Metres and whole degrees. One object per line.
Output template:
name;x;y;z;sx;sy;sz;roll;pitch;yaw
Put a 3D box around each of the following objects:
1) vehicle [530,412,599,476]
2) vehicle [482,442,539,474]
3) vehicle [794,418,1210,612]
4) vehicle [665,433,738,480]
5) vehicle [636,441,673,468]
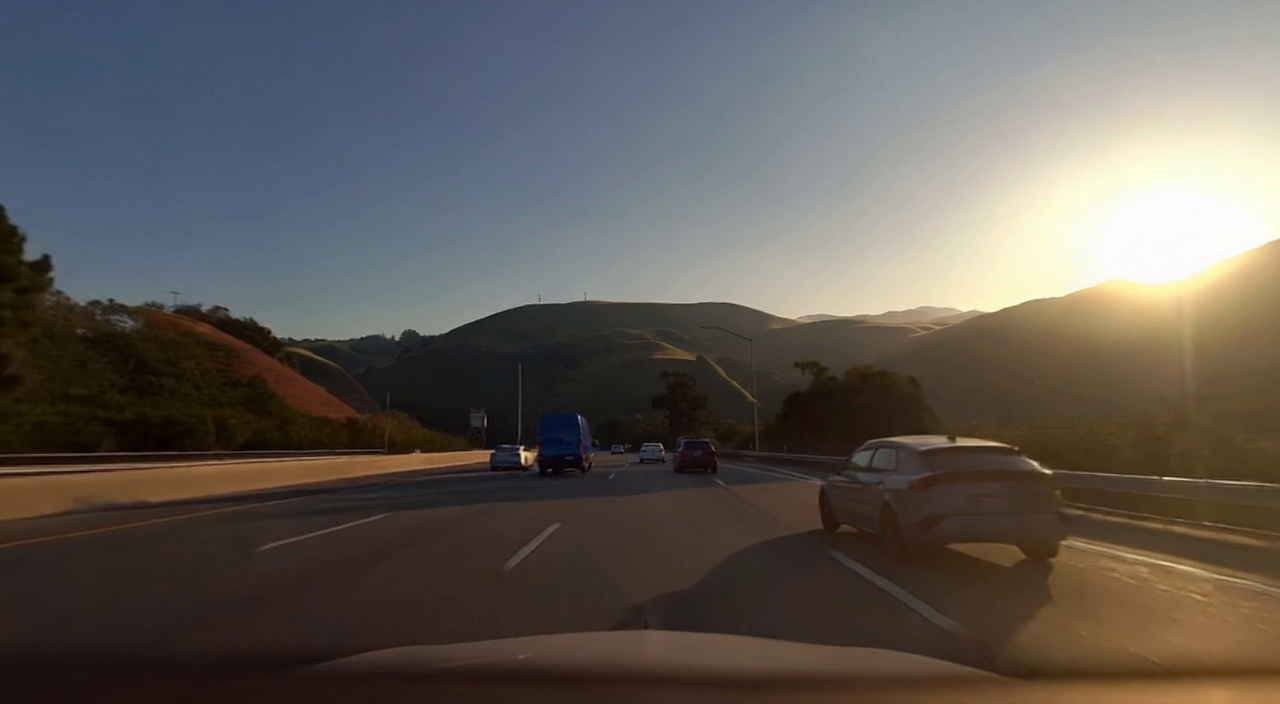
vehicle;-3.342;4.266;29.245;2.396;2.664;5.735;-1;-8;1
vehicle;-6.631;5.451;32.725;1.964;1.487;4.417;0;-8;1
vehicle;3.395;1.606;7.199;2.050;1.491;4.362;0;-8;-2
vehicle;2.330;4.126;25.114;2.270;1.660;4.101;0;-8;-3
vehicle;0.795;5.966;36.908;2.054;1.504;3.890;0;-8;0
